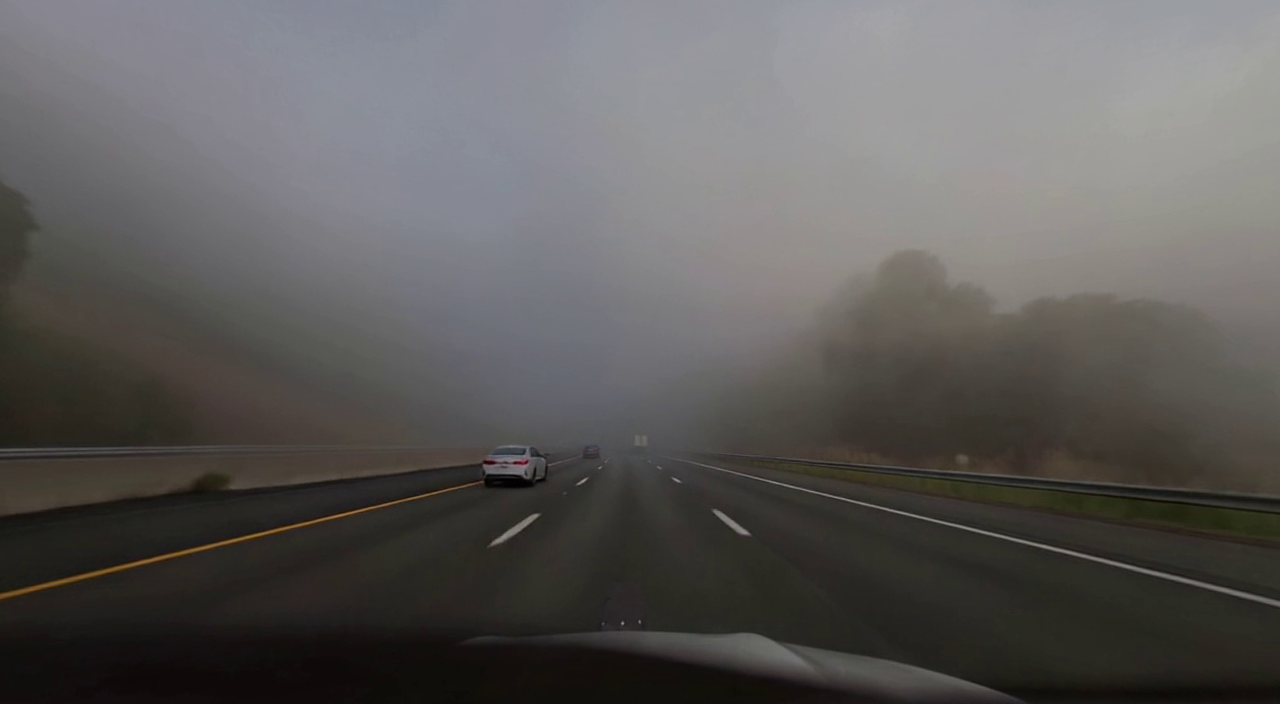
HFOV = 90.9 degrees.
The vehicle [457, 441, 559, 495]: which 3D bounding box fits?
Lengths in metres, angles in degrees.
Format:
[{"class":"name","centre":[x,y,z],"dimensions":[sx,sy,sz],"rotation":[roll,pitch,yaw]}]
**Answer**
[{"class":"vehicle","centre":[-3.951,3.582,19.803],"dimensions":[2.169,1.473,4.631],"rotation":[0,-9,0]}]
